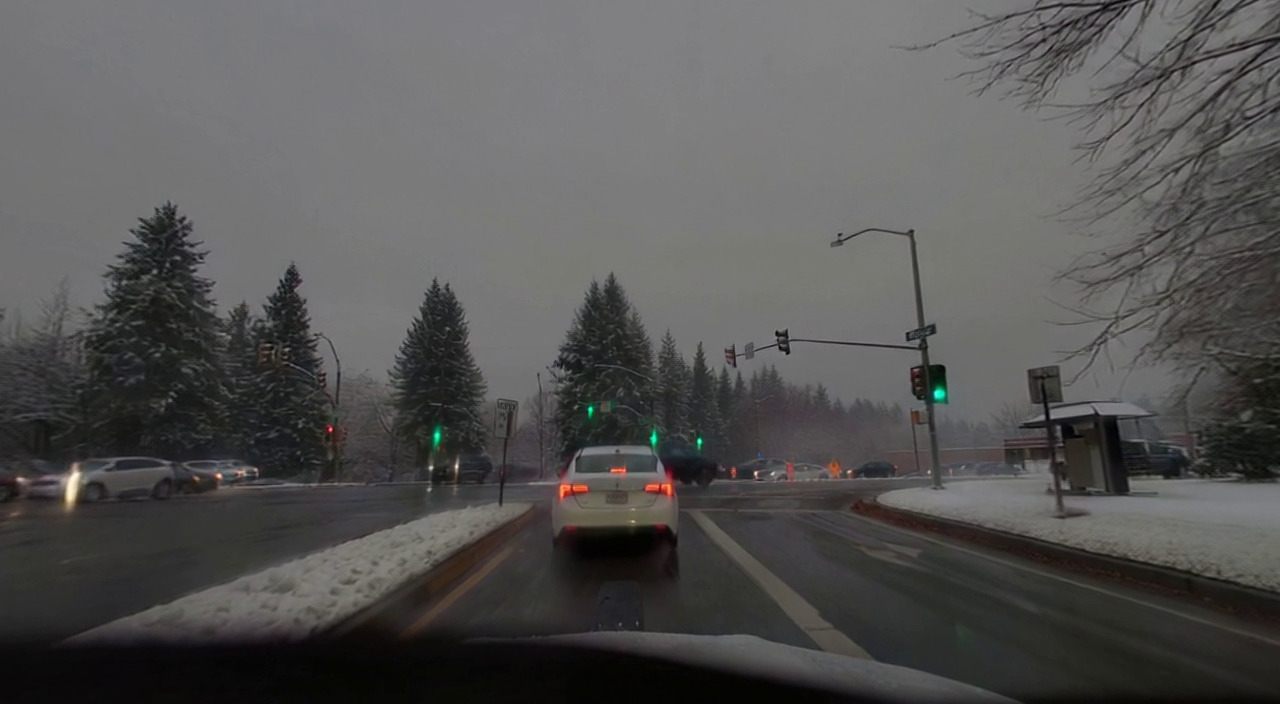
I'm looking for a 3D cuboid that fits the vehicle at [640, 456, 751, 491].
[{"bbox_3d":[2.607,5.629,29.472,4.838,1.449,2.077,-3,-9,17],"label":"vehicle"}]

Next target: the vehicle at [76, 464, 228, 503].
[{"bbox_3d":[-20.087,5.420,26.223,4.548,1.449,1.802,2,-9,-13],"label":"vehicle"}]

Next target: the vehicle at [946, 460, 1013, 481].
[{"bbox_3d":[25.925,9.050,48.316,4.358,1.471,1.875,2,-9,-16],"label":"vehicle"}]

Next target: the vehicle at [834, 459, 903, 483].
[{"bbox_3d":[16.477,8.573,45.636,4.337,1.637,1.860,2,-9,-16],"label":"vehicle"}]

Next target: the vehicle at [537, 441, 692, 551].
[{"bbox_3d":[-0.412,2.289,10.842,2.112,1.479,4.264,0,-8,-2],"label":"vehicle"}]

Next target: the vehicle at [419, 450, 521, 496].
[{"bbox_3d":[-7.431,5.185,27.509,4.355,1.789,2.175,-7,-11,41],"label":"vehicle"}]

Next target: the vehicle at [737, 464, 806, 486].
[{"bbox_3d":[9.062,8.497,43.642,4.254,1.359,1.895,2,-9,-16],"label":"vehicle"}]
